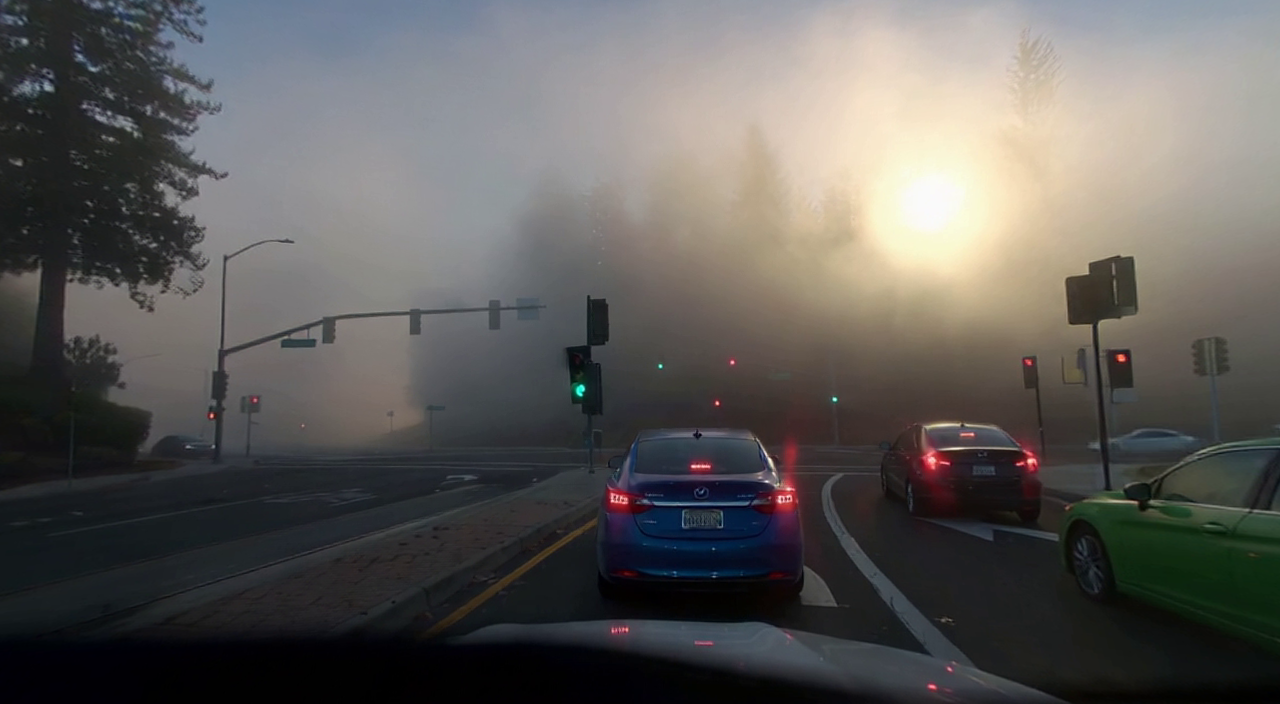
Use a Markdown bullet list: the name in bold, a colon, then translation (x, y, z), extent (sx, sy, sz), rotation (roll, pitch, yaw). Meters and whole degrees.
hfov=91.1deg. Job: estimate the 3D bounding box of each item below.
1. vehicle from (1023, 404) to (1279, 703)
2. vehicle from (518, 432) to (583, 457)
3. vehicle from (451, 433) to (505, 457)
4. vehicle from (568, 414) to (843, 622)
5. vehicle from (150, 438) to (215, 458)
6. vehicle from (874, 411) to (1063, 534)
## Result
- **vehicle**: translation (4.243, 1.058, 3.371), extent (1.954, 1.508, 4.441), rotation (-1, -8, 6)
- **vehicle**: translation (-5.973, 6.107, 41.553), extent (1.932, 1.573, 4.509), rotation (8, -12, -44)
- **vehicle**: translation (-12.474, 7.119, 48.192), extent (1.972, 1.705, 4.457), rotation (8, -11, -44)
- **vehicle**: translation (0.850, 1.499, 6.693), extent (2.052, 1.483, 3.928), rotation (-2, -8, 12)
- **vehicle**: translation (-35.404, 7.433, 48.629), extent (1.652, 1.433, 3.733), rotation (-7, -11, 40)
- **vehicle**: translation (5.538, 2.045, 11.289), extent (2.102, 1.717, 4.373), rotation (-2, -9, 16)
